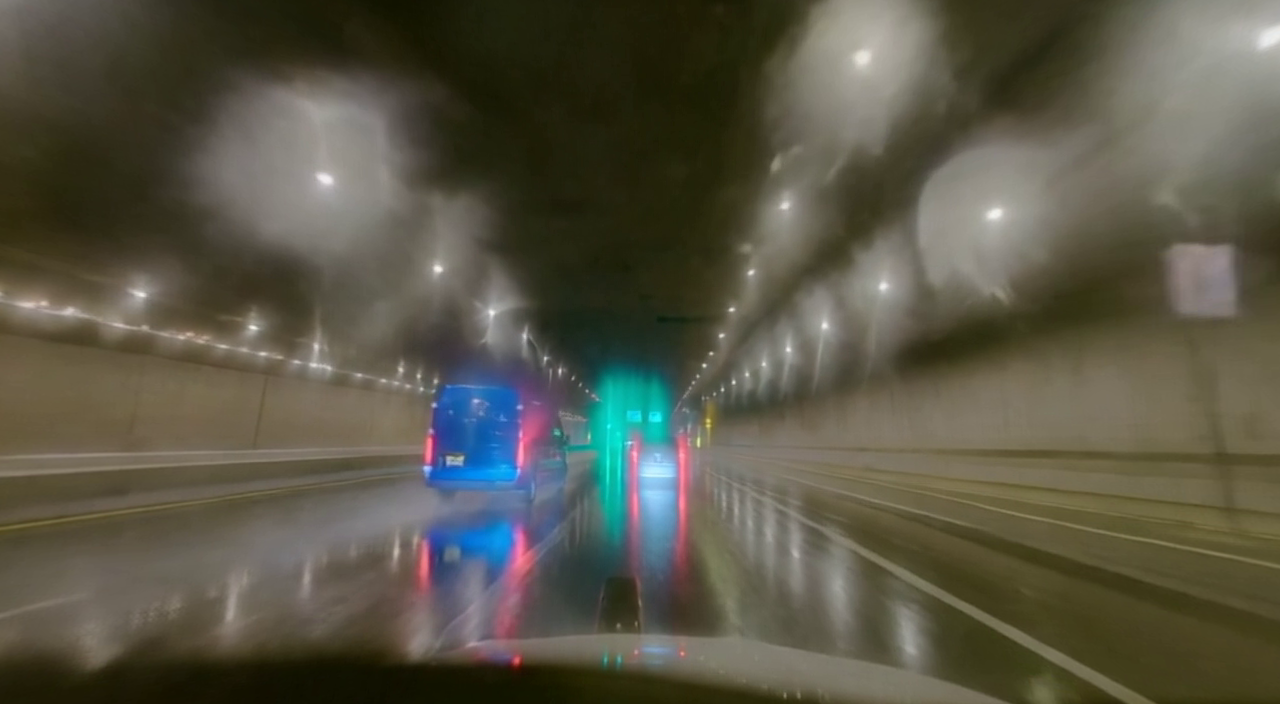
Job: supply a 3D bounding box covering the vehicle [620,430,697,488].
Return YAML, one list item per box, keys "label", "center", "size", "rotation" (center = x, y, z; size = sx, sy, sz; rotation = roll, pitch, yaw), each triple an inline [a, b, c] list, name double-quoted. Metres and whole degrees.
- label: "vehicle"
  center: [0.542, 3.212, 19.303]
  size: [2.095, 1.553, 4.069]
  rotation: [-1, -8, 1]

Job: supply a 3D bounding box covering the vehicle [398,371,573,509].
- label: "vehicle"
  center: [-3.063, 1.930, 13.985]
  size: [2.404, 2.459, 5.229]
  rotation: [-1, -8, 2]
